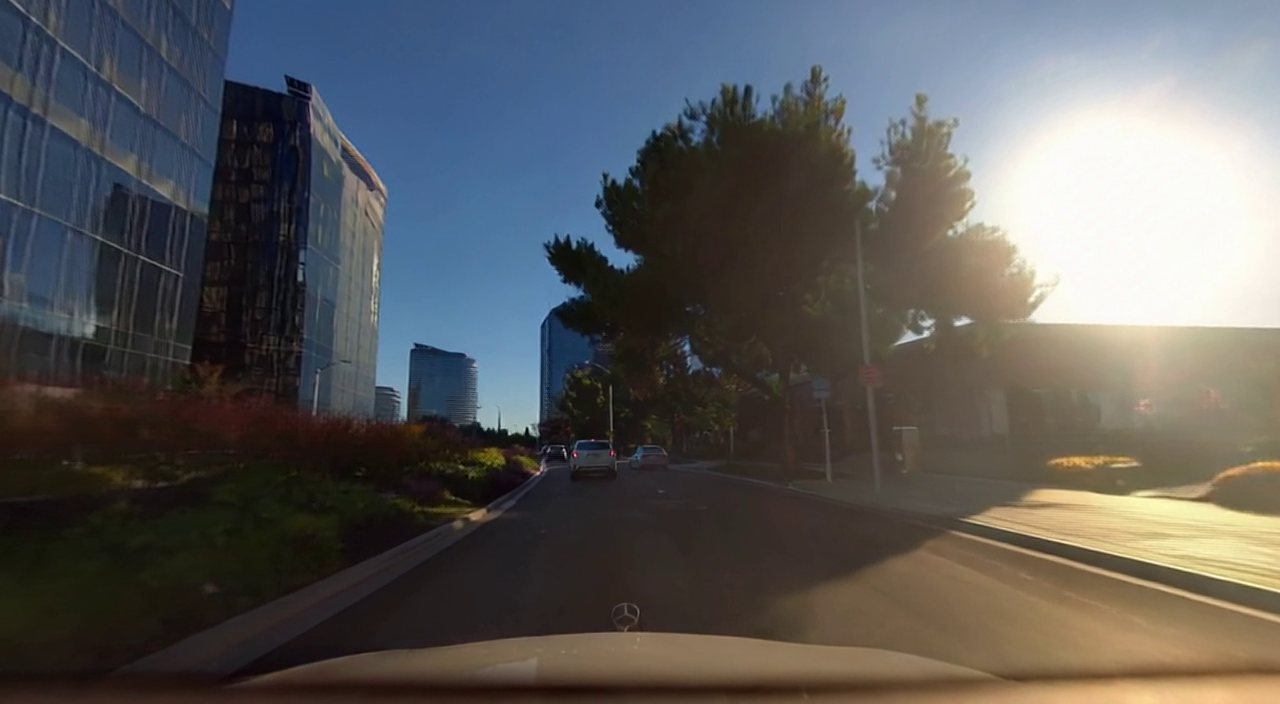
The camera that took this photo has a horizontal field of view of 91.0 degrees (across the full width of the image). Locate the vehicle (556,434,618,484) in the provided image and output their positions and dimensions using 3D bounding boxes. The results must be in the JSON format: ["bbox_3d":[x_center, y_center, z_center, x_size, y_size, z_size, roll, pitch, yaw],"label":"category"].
[{"bbox_3d":[-2.073,4.147,24.611,2.173,1.761,4.374,1,-9,-5],"label":"vehicle"}]

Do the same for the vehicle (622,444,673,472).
[{"bbox_3d":[0.357,6.125,36.500,2.116,1.506,4.355,2,-9,-11],"label":"vehicle"}]
